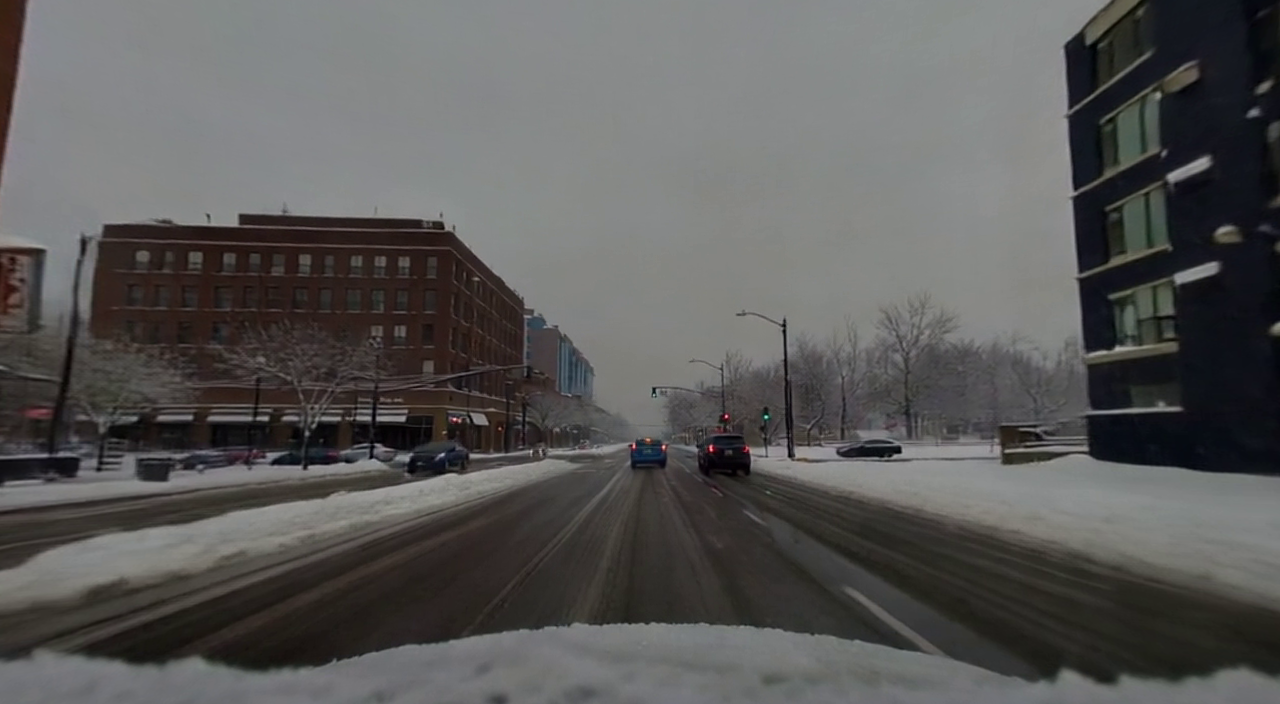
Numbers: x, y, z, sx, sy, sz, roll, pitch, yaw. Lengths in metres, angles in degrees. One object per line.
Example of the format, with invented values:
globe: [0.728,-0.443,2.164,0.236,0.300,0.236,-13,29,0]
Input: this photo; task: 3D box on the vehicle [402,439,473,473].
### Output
vehicle: [-10.718,5.535,33.750,2.232,1.669,4.354,0,-9,1]

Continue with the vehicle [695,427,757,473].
vehicle: [3.926,4.593,29.572,2.159,1.938,4.836,0,-9,-1]

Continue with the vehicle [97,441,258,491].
vehicle: [-20.076,4.947,27.566,5.223,2.060,2.247,0,-9,1]

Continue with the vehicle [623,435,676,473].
vehicle: [0.405,4.620,28.698,2.245,1.587,4.094,0,-9,0]

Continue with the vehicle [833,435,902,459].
vehicle: [17.641,7.386,48.948,4.556,1.693,2.030,1,-9,-1]

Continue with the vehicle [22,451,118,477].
vehicle: [-37.944,7.444,42.060,4.234,1.573,2.229,-1,-9,0]

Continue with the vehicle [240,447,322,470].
vehicle: [-25.515,7.571,44.899,4.499,1.503,2.151,1,-8,-6]
